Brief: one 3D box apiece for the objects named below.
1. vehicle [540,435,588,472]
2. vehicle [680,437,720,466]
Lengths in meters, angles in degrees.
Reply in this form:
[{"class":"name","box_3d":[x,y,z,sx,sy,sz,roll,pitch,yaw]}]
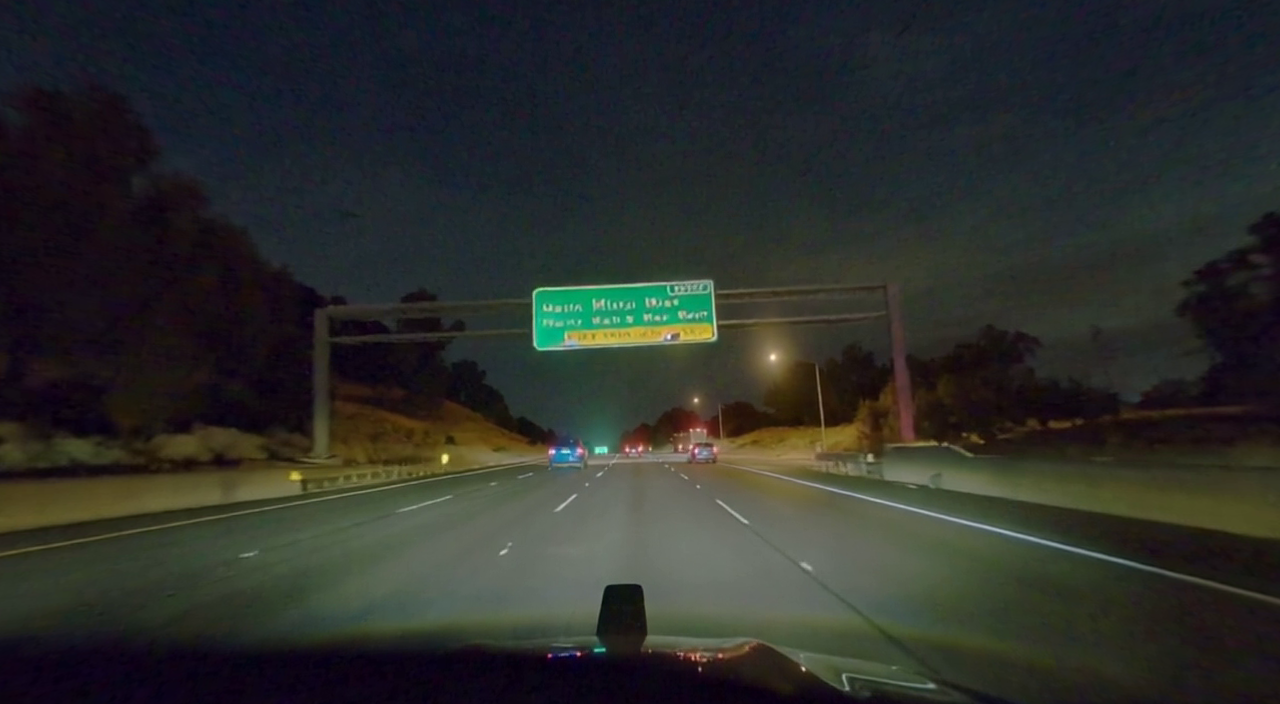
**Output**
[{"class":"vehicle","box_3d":[-4.114,5.570,34.878,2.120,1.855,4.619,0,-8,0]},{"class":"vehicle","box_3d":[3.780,6.327,40.372,1.995,1.712,4.206,0,-8,-2]}]
